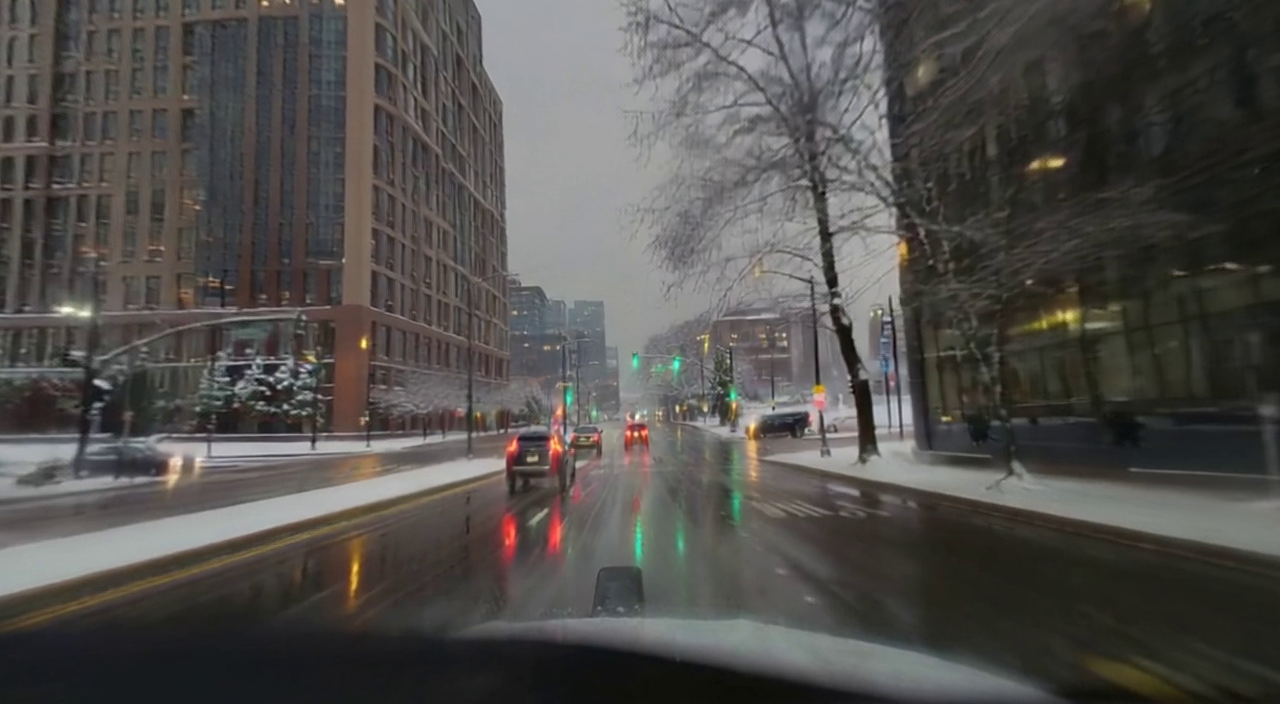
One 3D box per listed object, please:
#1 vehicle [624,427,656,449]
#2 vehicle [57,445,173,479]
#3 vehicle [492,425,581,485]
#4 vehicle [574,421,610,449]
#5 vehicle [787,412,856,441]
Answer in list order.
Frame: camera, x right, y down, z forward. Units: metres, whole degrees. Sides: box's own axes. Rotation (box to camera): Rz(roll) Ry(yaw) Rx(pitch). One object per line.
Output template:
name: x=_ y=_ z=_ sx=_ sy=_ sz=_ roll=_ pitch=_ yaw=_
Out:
vehicle: x=-0.016 y=5.948 z=43.763 sx=2.095 sy=1.438 sz=3.843 roll=-1 pitch=-8 yaw=-1
vehicle: x=-29.740 y=6.211 z=35.899 sx=4.684 sy=1.806 sz=2.073 roll=-1 pitch=-8 yaw=-1
vehicle: x=-3.254 y=3.342 z=20.817 sx=2.116 sy=1.725 sz=4.315 roll=-1 pitch=-8 yaw=1
vehicle: x=-3.295 y=5.872 z=44.436 sx=2.152 sy=1.802 sz=4.628 roll=-1 pitch=-8 yaw=0
vehicle: x=13.210 y=5.426 z=46.167 sx=4.328 sy=1.742 sz=1.942 roll=-4 pitch=-6 yaw=-1
